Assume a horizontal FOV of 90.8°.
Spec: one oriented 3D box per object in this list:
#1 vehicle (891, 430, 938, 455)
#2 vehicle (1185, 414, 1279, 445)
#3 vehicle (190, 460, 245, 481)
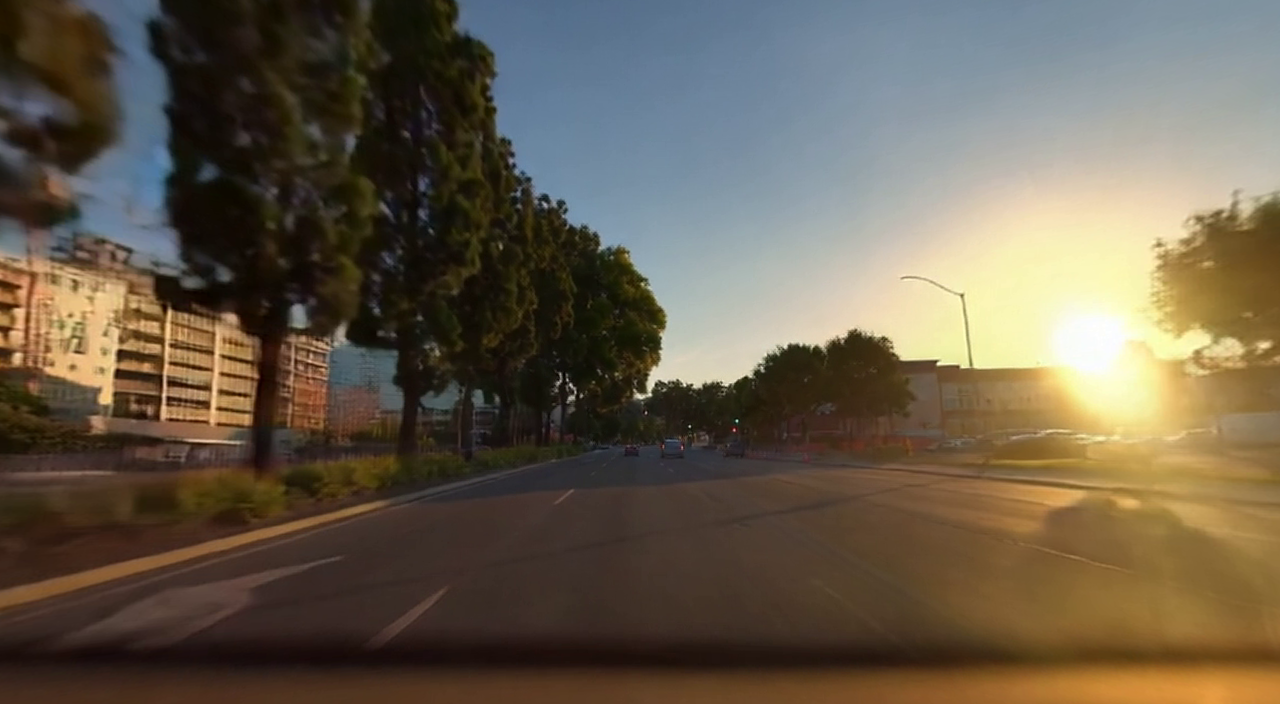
[{"bbox_3d":[20.558,6.803,47.551,2.222,1.742,5.231,-1,-8,12],"label":"vehicle"},{"bbox_3d":[45.076,5.802,47.330,6.011,1.997,2.324,-11,-13,43],"label":"vehicle"},{"bbox_3d":[-30.271,8.470,45.200,4.351,1.413,1.878,-8,-12,37],"label":"vehicle"}]
